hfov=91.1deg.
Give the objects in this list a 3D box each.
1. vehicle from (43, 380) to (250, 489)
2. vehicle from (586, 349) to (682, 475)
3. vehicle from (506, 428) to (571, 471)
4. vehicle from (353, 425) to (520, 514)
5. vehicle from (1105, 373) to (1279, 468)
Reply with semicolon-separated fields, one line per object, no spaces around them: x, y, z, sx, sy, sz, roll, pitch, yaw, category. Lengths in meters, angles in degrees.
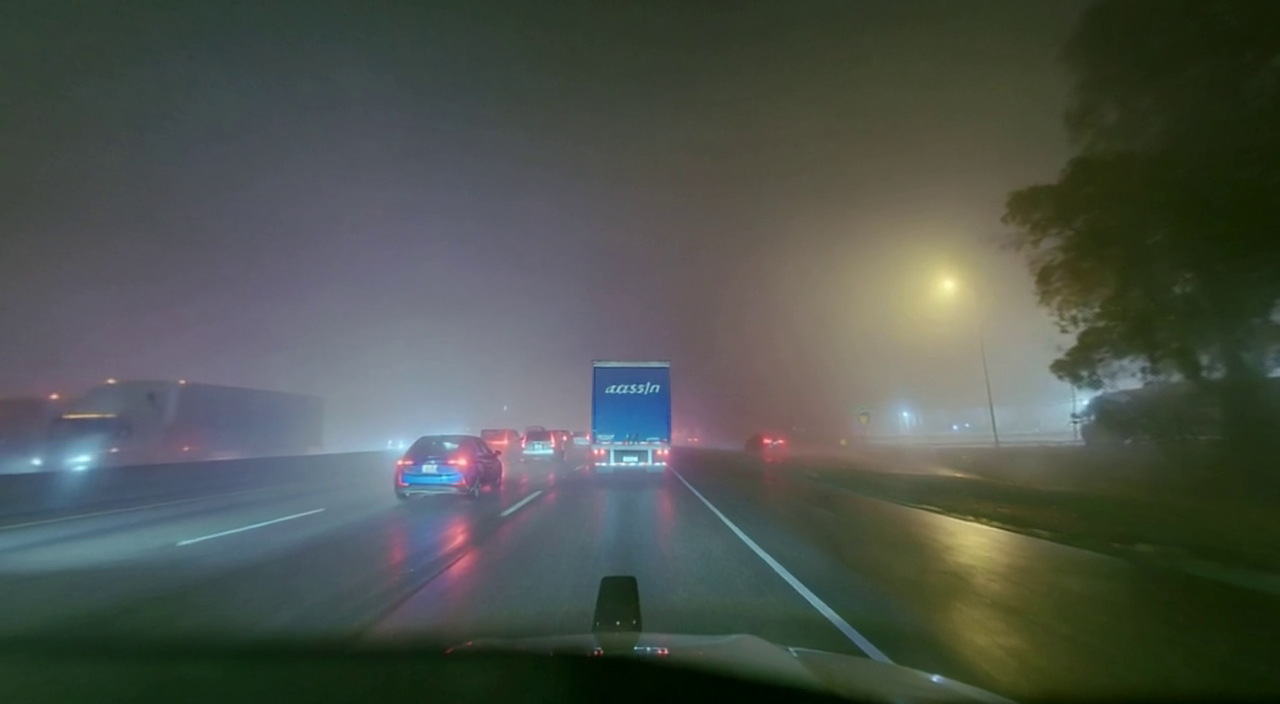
-19.139;3.256;25.027;3.004;3.780;6.115;-1;-7;2;vehicle
-0.316;2.708;26.450;3.171;4.204;11.036;0;-8;-1;vehicle
-4.003;3.908;25.435;1.946;1.599;4.073;0;-8;0;vehicle
-3.888;2.298;12.933;1.964;1.507;4.361;0;-8;0;vehicle
18.836;2.349;20.980;2.432;2.753;5.388;0;-8;0;vehicle
